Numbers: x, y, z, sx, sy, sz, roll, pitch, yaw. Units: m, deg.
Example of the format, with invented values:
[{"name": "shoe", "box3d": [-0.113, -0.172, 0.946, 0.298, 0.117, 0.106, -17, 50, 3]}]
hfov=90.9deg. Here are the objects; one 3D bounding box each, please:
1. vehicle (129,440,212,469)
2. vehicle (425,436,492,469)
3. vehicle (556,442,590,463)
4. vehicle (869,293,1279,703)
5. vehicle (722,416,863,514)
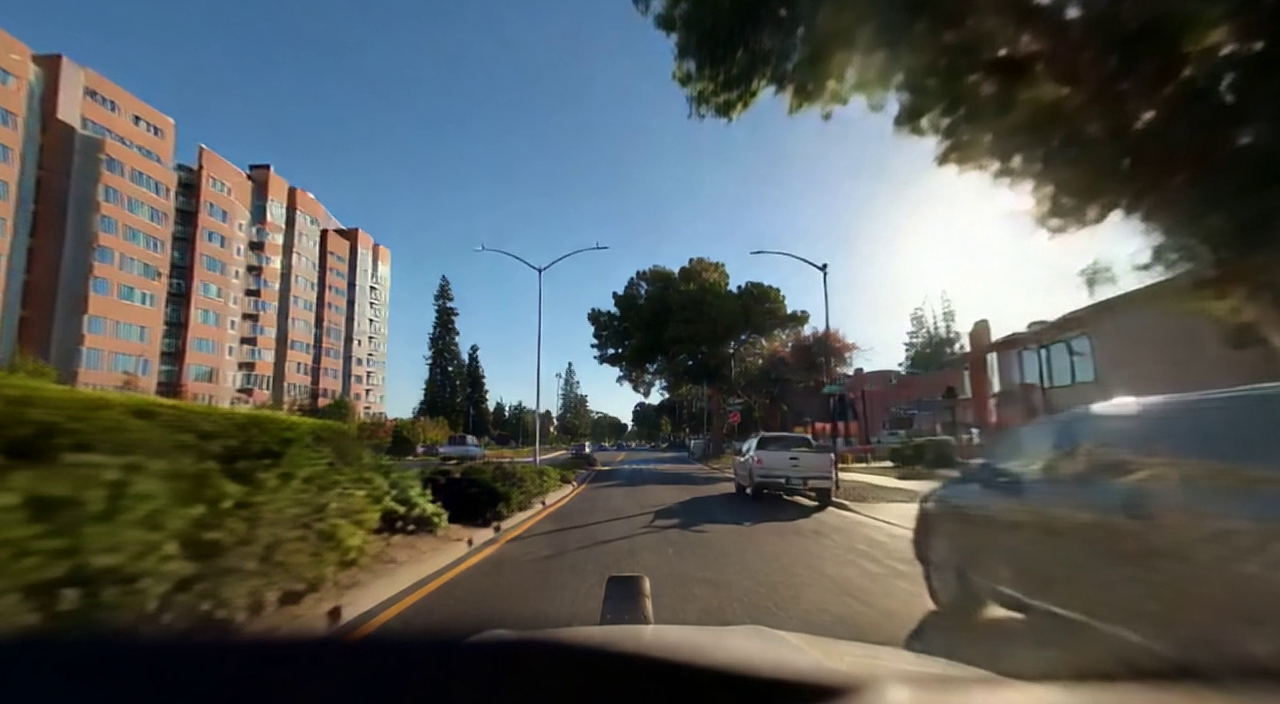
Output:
[{"name": "vehicle", "box3d": [-29.509, 6.442, 39.801, 1.815, 1.720, 4.395, 0, -8, 0]}, {"name": "vehicle", "box3d": [-9.111, 5.085, 31.990, 2.024, 1.532, 3.863, -1, -9, 4]}, {"name": "vehicle", "box3d": [-5.059, 7.660, 48.130, 1.881, 1.497, 4.071, -1, -9, 5]}, {"name": "vehicle", "box3d": [3.110, 0.859, 3.020, 2.150, 1.770, 4.801, 0, -9, -1]}, {"name": "vehicle", "box3d": [3.219, 2.503, 14.342, 2.067, 1.846, 4.384, 0, -9, 0]}]
